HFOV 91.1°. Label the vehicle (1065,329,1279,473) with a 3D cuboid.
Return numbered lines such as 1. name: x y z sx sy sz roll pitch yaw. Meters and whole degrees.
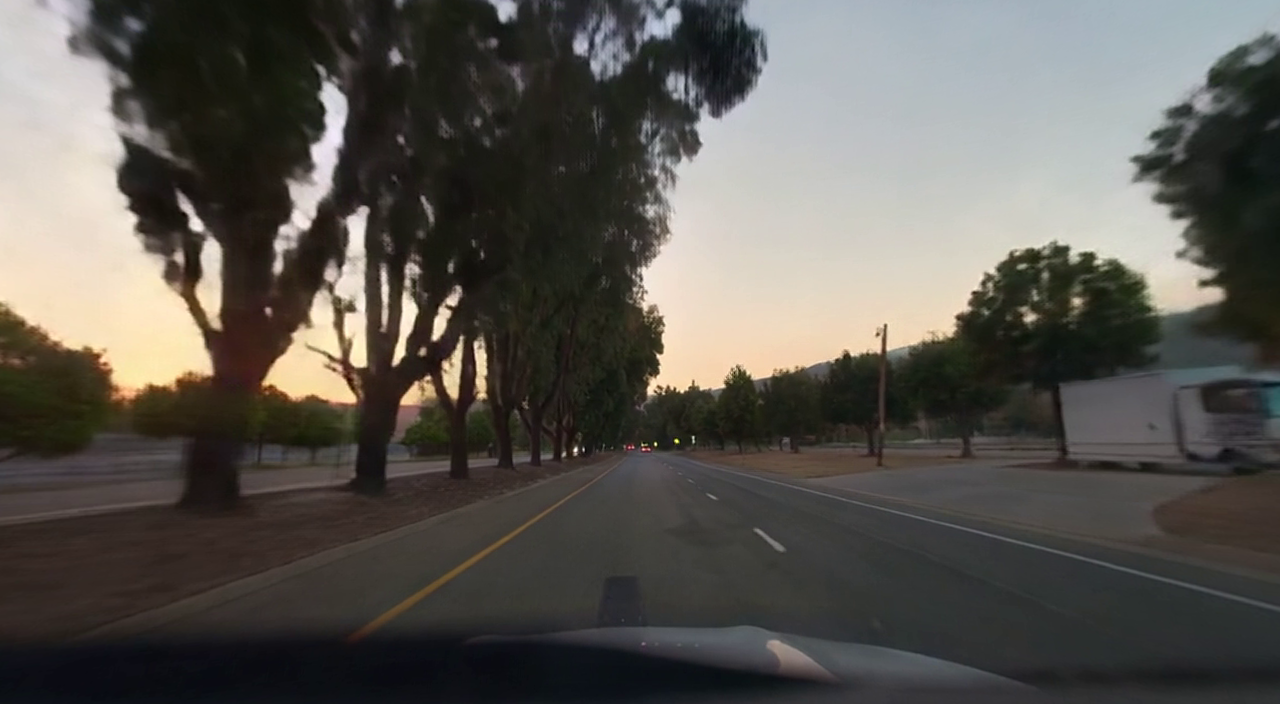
1. vehicle: 17.085 1.651 18.305 2.826 3.500 9.295 0 -9 0
